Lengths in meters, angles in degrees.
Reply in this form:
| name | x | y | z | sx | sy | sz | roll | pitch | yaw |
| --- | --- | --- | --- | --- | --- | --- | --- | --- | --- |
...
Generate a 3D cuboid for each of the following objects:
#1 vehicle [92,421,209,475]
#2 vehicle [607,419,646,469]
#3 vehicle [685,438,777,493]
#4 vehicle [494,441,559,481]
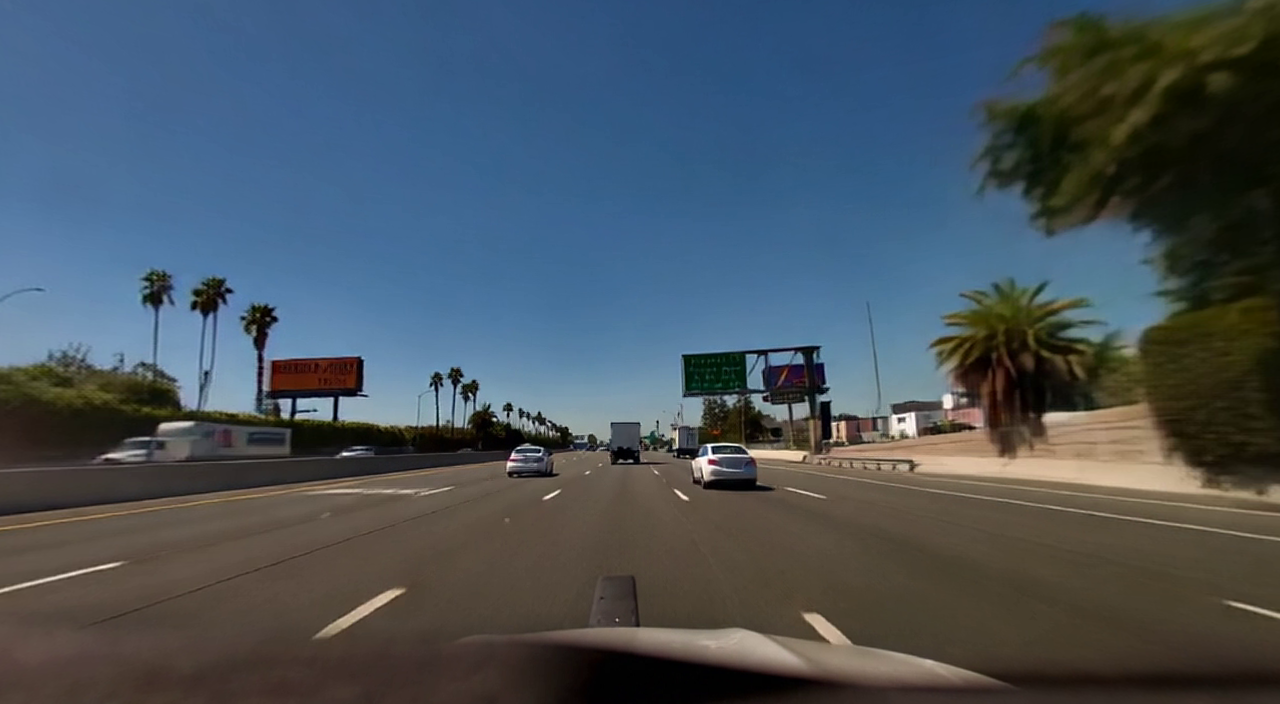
| name | x | y | z | sx | sy | sz | roll | pitch | yaw |
| --- | --- | --- | --- | --- | --- | --- | --- | --- | --- |
| vehicle | -35.728 | 7.058 | 46.501 | 3.041 | 3.650 | 6.644 | 0 | -9 | 0 |
| vehicle | -0.915 | 5.968 | 40.870 | 2.364 | 2.953 | 6.495 | 0 | -9 | -2 |
| vehicle | 2.842 | 3.678 | 20.917 | 2.175 | 1.598 | 4.584 | 0 | -9 | -3 |
| vehicle | -4.915 | 4.753 | 27.968 | 2.021 | 1.598 | 4.887 | 0 | -9 | -1 |
